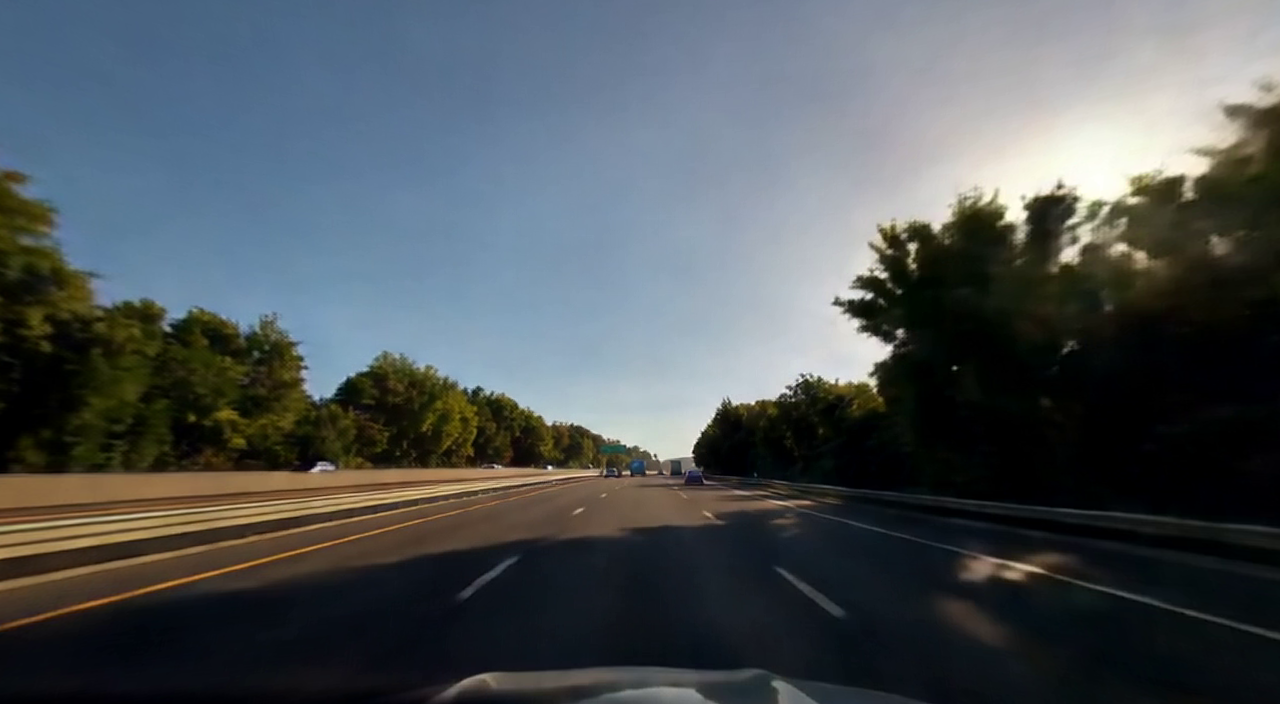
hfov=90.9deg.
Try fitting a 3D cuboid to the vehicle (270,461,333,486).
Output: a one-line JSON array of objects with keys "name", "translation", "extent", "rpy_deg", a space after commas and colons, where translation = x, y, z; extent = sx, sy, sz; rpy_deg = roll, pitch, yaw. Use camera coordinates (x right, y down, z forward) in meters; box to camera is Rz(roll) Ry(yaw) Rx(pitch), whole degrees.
[{"name": "vehicle", "translation": [-20.540, 7.385, 38.370], "extent": [1.697, 1.419, 3.598], "rpy_deg": [0, -11, 1]}]
